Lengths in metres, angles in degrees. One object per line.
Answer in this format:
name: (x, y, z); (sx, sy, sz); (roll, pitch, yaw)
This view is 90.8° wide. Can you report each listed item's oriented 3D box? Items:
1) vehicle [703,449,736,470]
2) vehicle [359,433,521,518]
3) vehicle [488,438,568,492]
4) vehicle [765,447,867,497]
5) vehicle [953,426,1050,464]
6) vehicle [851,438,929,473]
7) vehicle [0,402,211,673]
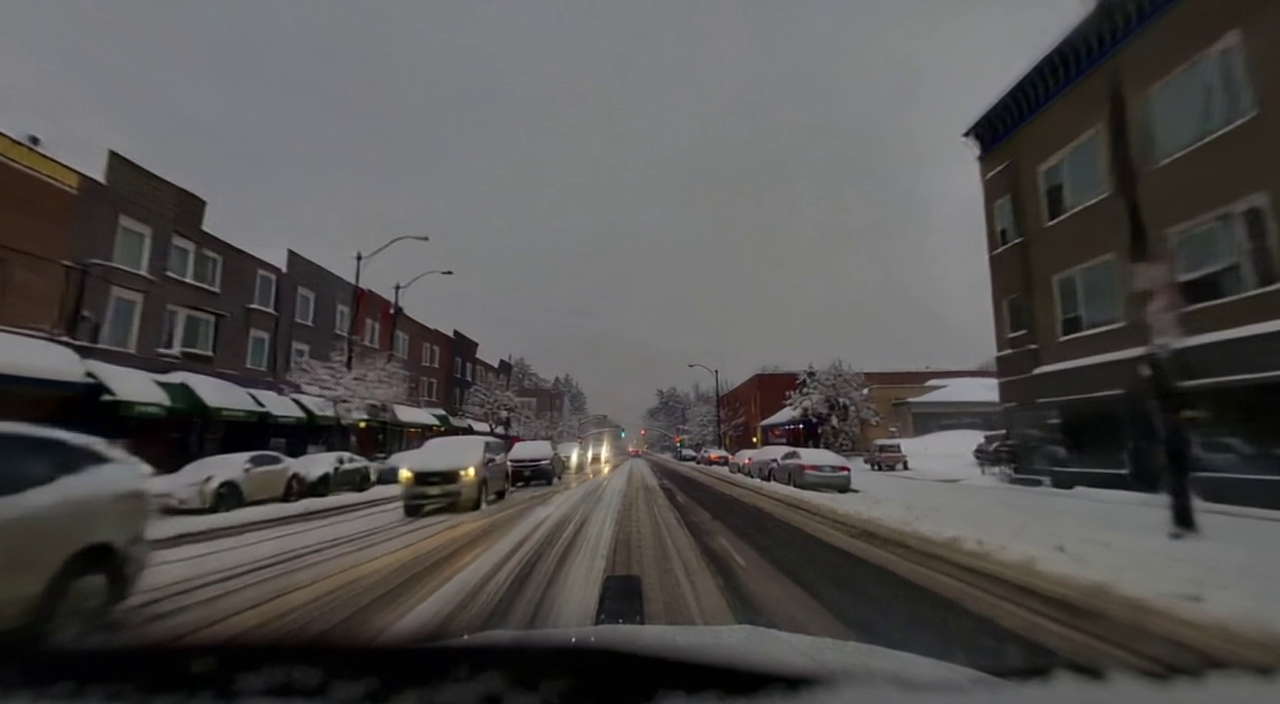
vehicle: (6.032, 8.229, 48.469); (1.837, 1.482, 4.706); (0, -8, -1)
vehicle: (-4.333, 2.749, 14.614); (2.145, 1.653, 4.421); (-1, -8, 2)
vehicle: (-3.784, 3.897, 22.206); (1.914, 1.682, 4.263); (-1, -8, 2)
vehicle: (5.980, 4.092, 22.066); (2.054, 1.525, 4.258); (0, -8, -4)
vehicle: (17.256, 4.487, 30.435); (1.908, 1.680, 4.434); (0, -8, -2)
vehicle: (11.722, 4.884, 30.046); (1.866, 1.506, 4.934); (0, -8, 2)
vehicle: (-4.906, 1.084, 3.488); (1.950, 1.636, 4.253); (-1, -8, 2)
